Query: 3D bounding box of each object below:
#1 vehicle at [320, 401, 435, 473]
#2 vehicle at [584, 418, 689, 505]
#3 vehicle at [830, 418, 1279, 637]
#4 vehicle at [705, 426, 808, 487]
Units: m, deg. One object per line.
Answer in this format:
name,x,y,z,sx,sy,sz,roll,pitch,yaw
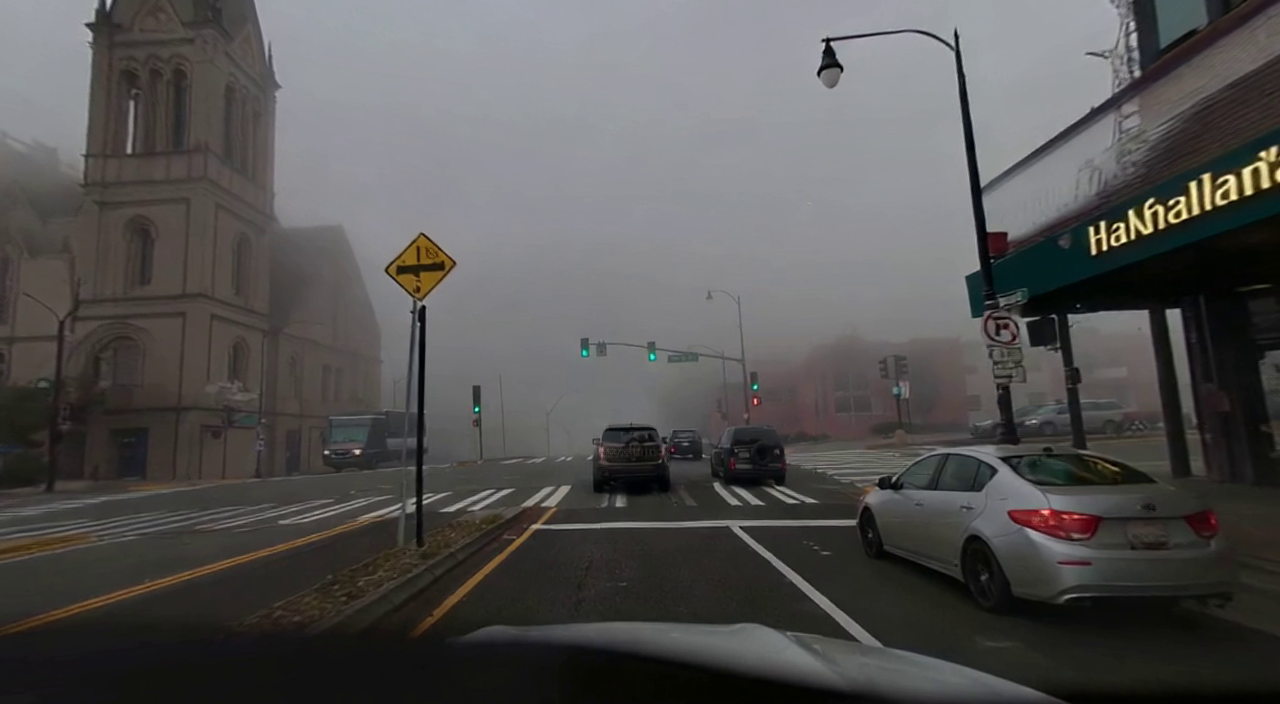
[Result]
vehicle,-15.346,5.142,37.932,3.126,3.773,8.662,0,-8,0
vehicle,-0.176,2.576,15.204,2.168,1.776,4.135,0,-8,-3
vehicle,3.651,1.525,6.592,1.883,1.472,4.471,0,-8,-1
vehicle,3.122,2.918,17.883,1.890,1.491,4.166,0,-8,-4
